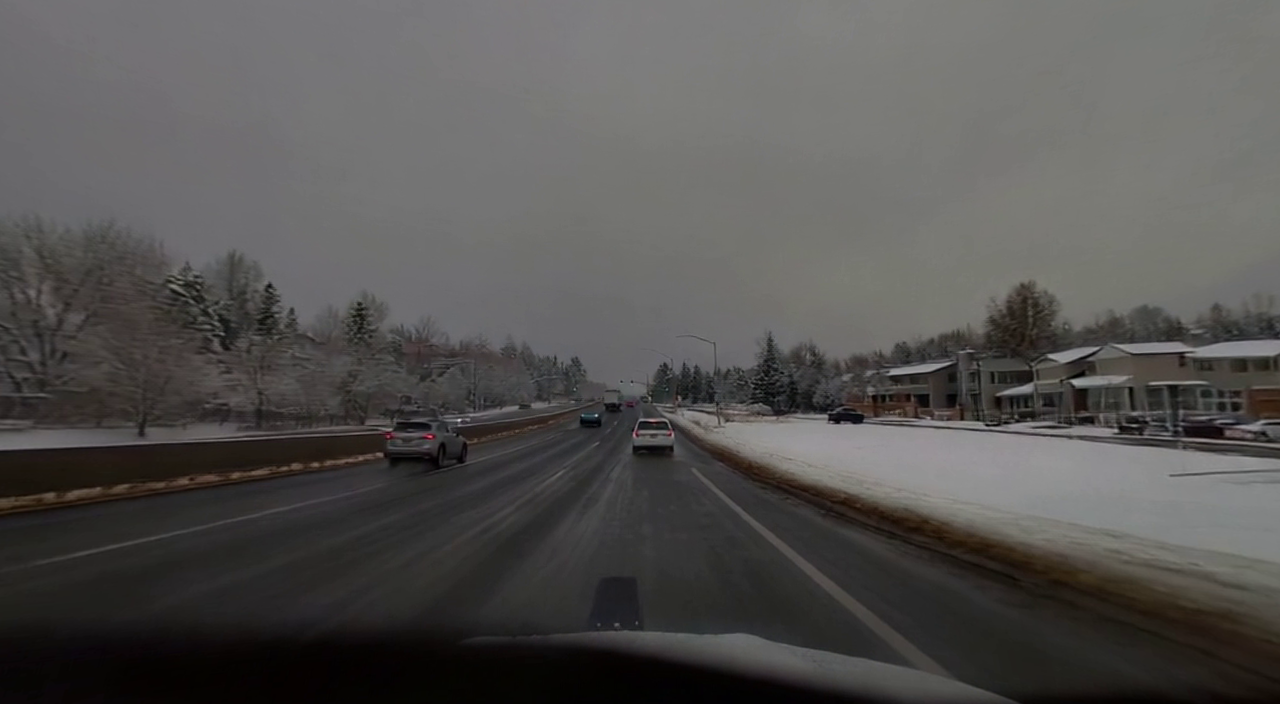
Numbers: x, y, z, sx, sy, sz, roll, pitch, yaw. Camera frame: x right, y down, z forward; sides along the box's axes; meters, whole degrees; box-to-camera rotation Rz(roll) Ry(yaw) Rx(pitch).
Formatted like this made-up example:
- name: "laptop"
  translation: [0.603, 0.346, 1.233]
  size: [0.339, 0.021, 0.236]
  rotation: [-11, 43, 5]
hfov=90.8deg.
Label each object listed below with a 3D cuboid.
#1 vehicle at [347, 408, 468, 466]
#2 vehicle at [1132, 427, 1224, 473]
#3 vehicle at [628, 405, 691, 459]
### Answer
- name: "vehicle"
  translation: [-7.440, 2.838, 20.872]
  size: [1.997, 1.650, 5.090]
  rotation: [0, -8, 1]
- name: "vehicle"
  translation: [22.973, 4.191, 27.167]
  size: [2.057, 1.548, 4.150]
  rotation: [4, -6, 27]
- name: "vehicle"
  translation: [0.688, 3.064, 23.836]
  size: [2.125, 1.830, 4.370]
  rotation: [0, -8, 1]
